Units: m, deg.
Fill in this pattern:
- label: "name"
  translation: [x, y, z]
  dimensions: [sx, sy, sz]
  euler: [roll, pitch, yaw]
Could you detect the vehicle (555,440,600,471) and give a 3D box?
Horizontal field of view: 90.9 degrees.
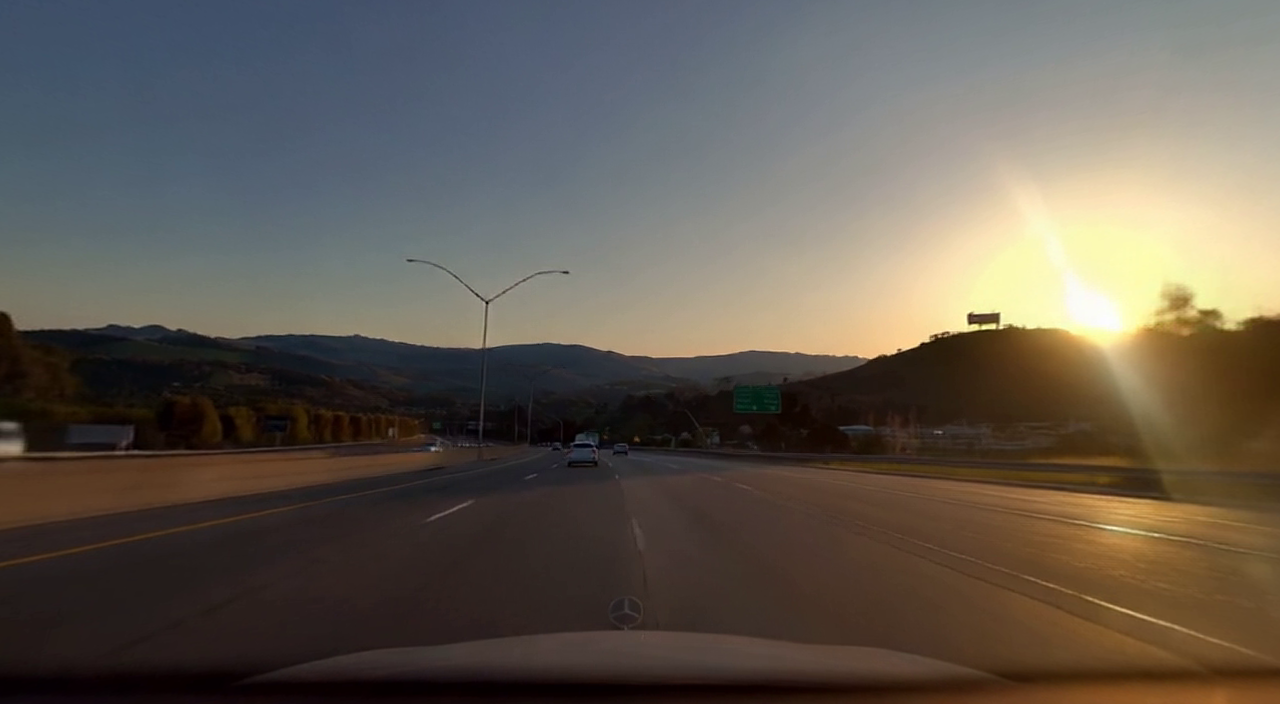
- label: "vehicle"
  translation: [-3.230, 5.411, 33.252]
  dimensions: [2.193, 1.497, 4.337]
  euler: [0, -8, -4]
